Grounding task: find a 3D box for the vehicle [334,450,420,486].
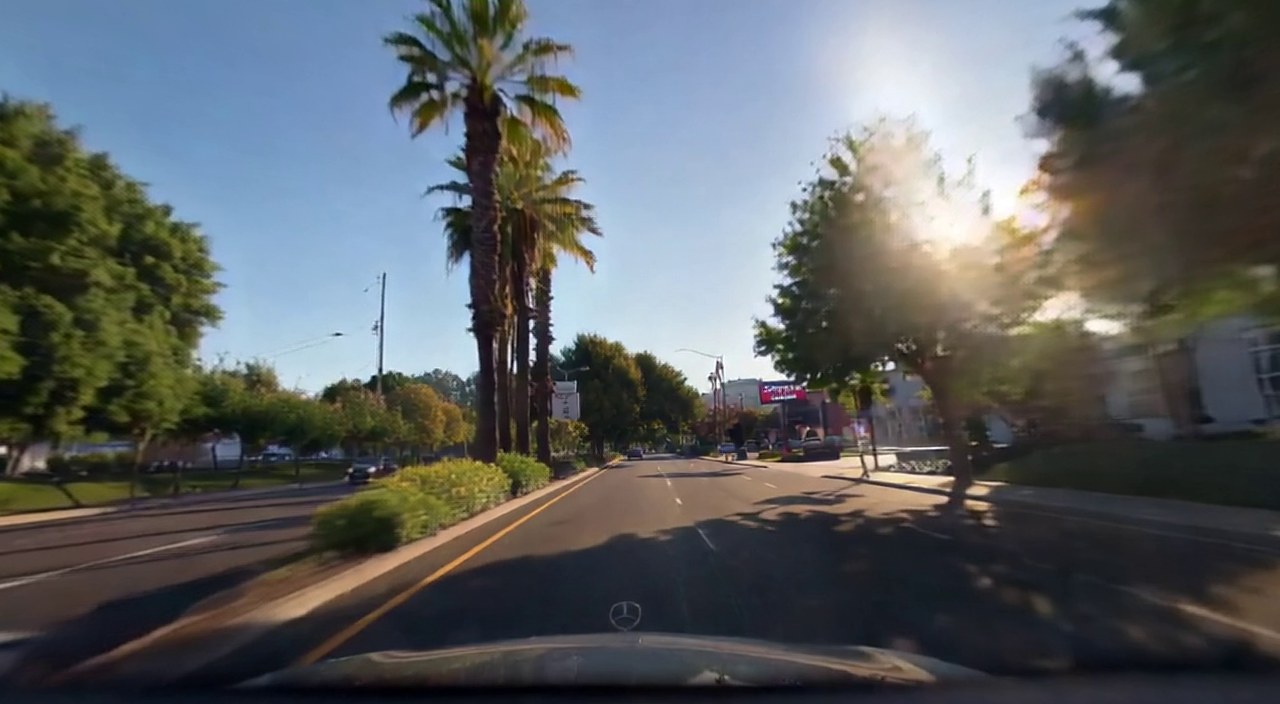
[{"bbox_3d":[-12.091,5.336,29.429,2.015,1.484,4.651,0,-8,0],"label":"vehicle"}]
